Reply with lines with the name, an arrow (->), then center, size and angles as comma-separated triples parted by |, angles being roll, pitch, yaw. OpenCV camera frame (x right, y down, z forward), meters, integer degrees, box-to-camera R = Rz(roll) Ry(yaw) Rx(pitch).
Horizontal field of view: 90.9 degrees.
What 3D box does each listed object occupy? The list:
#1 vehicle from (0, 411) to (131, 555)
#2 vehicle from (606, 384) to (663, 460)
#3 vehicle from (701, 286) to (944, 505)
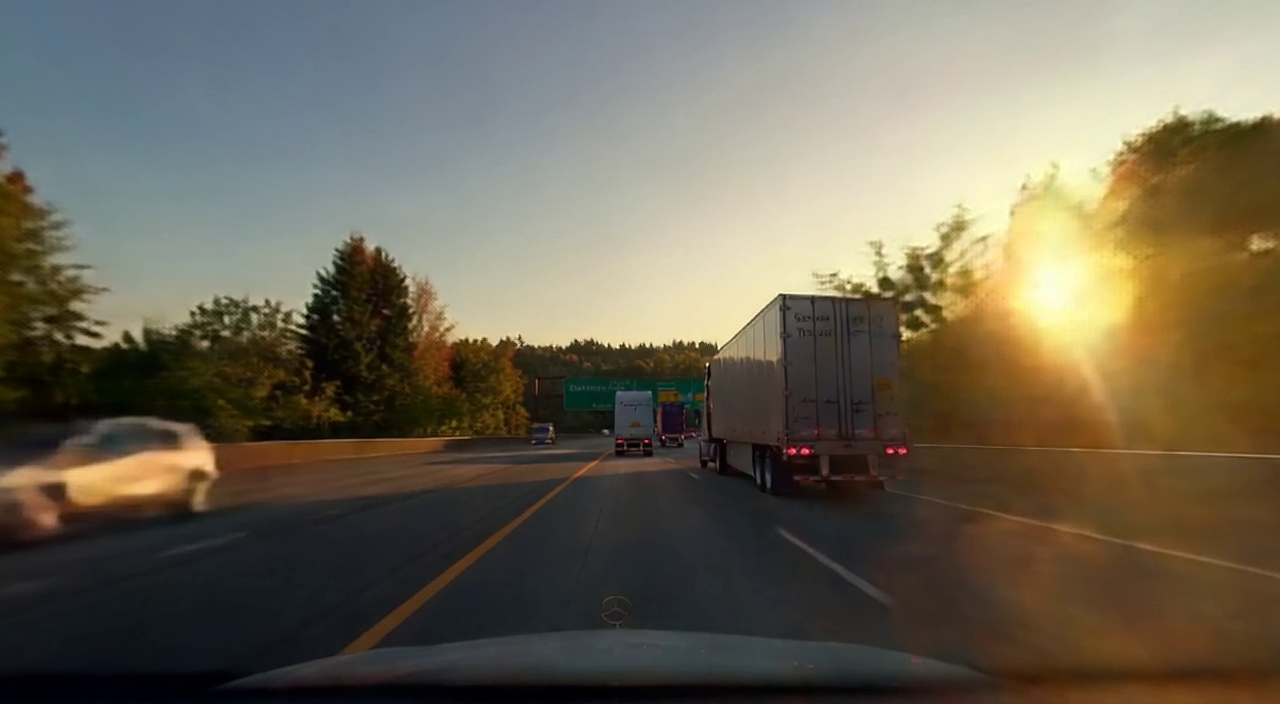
vehicle -> -8.698, 1.532, 7.217 | 1.997, 1.712, 4.498 | 0, -8, -1
vehicle -> -0.371, 4.276, 37.522 | 2.958, 3.917, 10.196 | 0, -8, -1
vehicle -> 4.121, 1.752, 19.135 | 2.856, 4.145, 14.500 | 0, -8, -1
